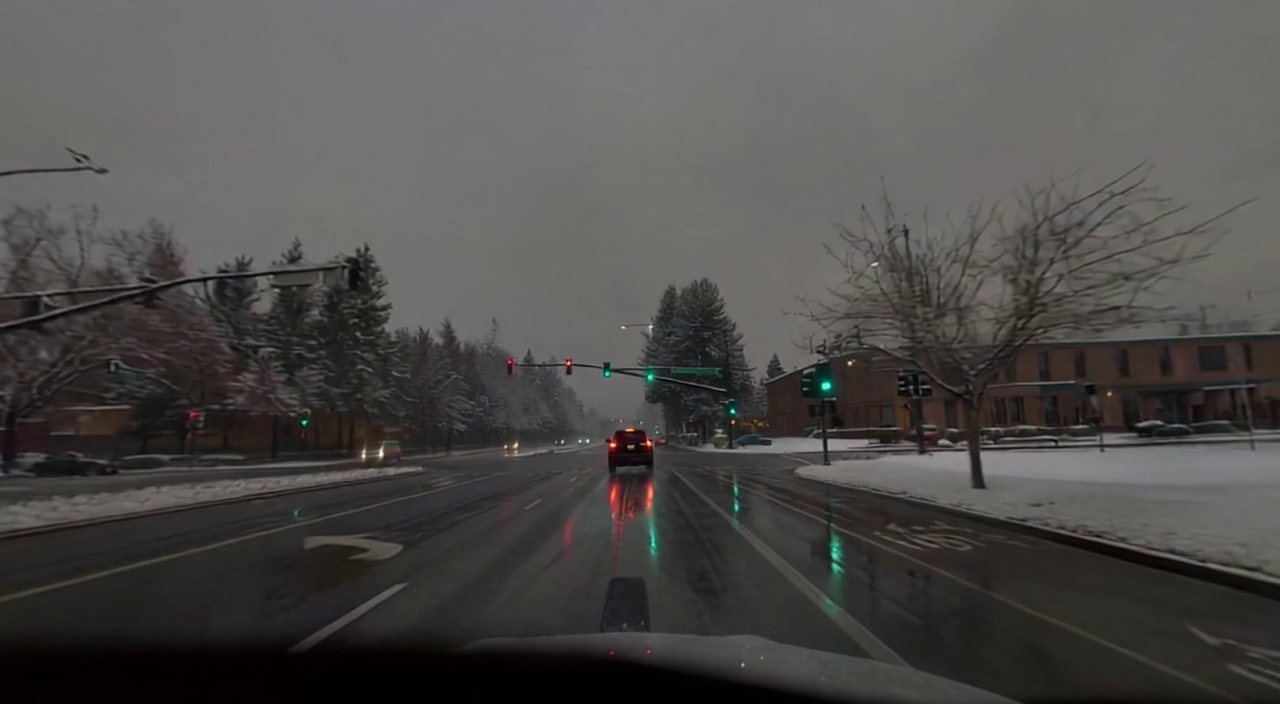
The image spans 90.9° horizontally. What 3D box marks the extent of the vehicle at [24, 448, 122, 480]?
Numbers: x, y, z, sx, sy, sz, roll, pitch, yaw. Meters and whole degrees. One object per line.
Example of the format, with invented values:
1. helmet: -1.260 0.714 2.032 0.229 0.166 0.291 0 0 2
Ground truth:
1. vehicle: -29.100 5.711 32.352 4.504 1.524 2.226 -5 -10 28

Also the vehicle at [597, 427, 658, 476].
1. vehicle: -0.464 3.869 24.656 2.169 1.751 4.276 0 -8 -1

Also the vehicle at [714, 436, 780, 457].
1. vehicle: 8.028 7.090 47.432 4.465 1.506 2.028 -4 -9 24
